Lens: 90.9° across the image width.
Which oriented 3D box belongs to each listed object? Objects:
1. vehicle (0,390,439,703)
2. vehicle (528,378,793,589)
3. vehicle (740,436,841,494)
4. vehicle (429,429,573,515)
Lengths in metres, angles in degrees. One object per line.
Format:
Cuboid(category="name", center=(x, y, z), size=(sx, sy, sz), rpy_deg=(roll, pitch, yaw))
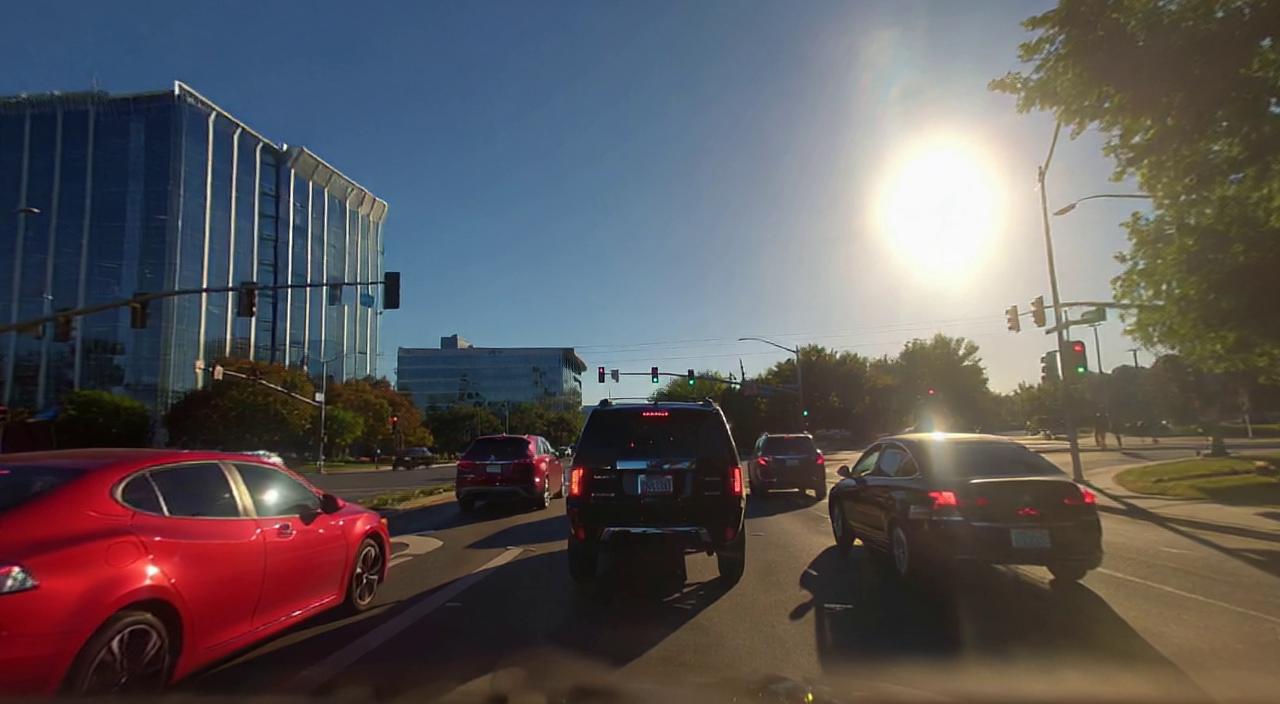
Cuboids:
Cuboid(category="vehicle", center=(-3.224, 1.207, 4.451), size=(1.958, 1.494, 4.624), rpy_deg=(0, -8, 2))
Cuboid(category="vehicle", center=(0.212, 1.452, 7.736), size=(2.300, 1.832, 4.331), rpy_deg=(0, -8, 1))
Cuboid(category="vehicle", center=(4.143, 3.152, 17.995), size=(1.979, 1.453, 4.011), rpy_deg=(0, -8, 1))
Cuboid(category="vehicle", center=(-2.687, 2.420, 13.247), size=(1.851, 1.502, 4.042), rpy_deg=(0, -8, 4))
